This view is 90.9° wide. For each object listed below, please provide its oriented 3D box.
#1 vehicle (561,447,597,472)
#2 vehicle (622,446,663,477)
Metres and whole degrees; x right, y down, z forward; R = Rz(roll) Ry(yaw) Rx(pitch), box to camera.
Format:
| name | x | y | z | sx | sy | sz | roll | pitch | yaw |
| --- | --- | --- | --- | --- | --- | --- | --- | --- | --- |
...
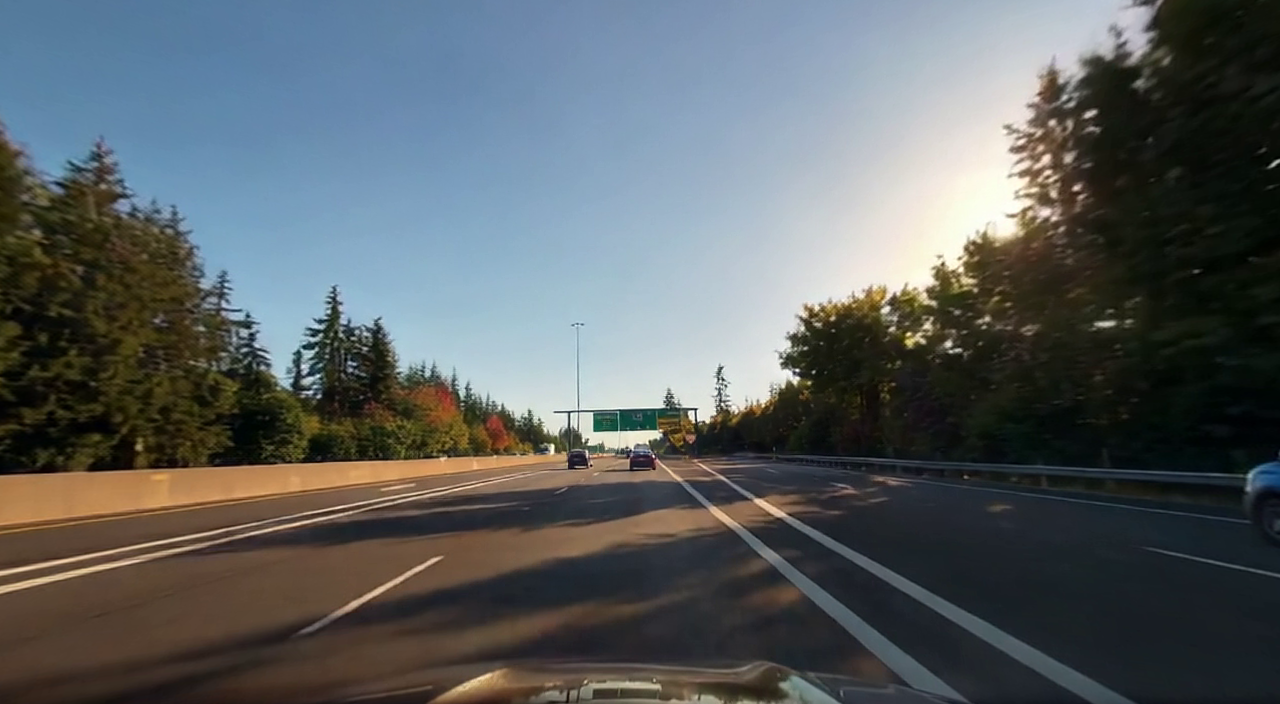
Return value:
| name | x | y | z | sx | sy | sz | roll | pitch | yaw |
| --- | --- | --- | --- | --- | --- | --- | --- | --- | --- |
| vehicle | -3.863 | 6.847 | 40.446 | 1.877 | 1.504 | 3.799 | 0 | -9 | 1 |
| vehicle | 0.082 | 5.612 | 32.465 | 2.002 | 1.449 | 3.612 | 0 | -9 | -1 |
